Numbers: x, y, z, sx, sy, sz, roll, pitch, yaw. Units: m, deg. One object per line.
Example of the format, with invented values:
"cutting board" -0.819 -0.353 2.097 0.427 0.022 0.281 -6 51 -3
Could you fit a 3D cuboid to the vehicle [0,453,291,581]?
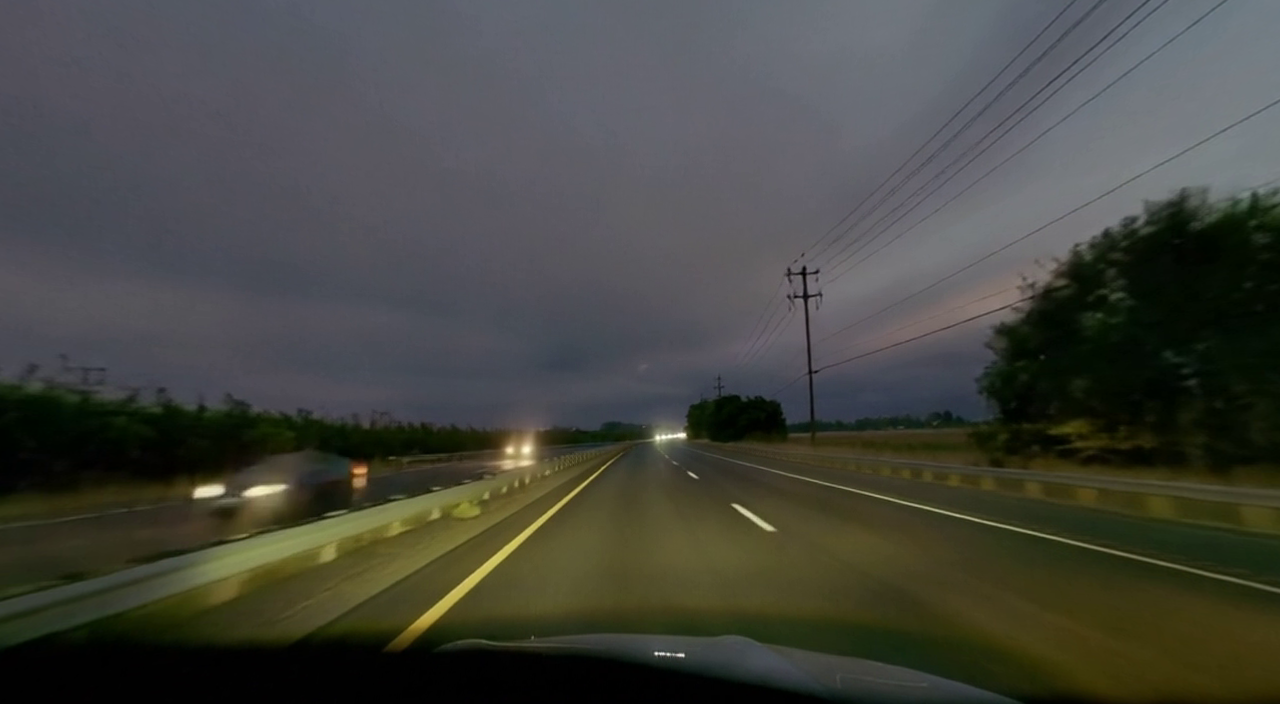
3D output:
"vehicle" -7.276 2.270 9.392 1.936 1.430 3.777 0 -8 -1
